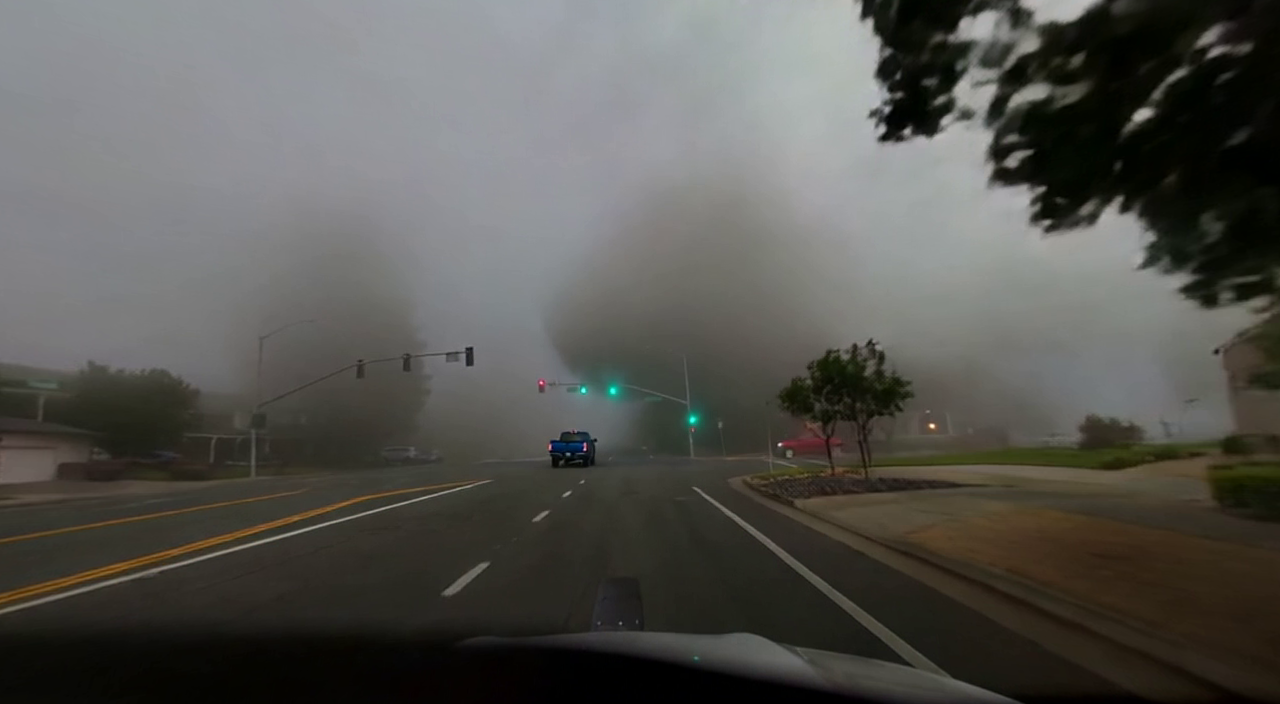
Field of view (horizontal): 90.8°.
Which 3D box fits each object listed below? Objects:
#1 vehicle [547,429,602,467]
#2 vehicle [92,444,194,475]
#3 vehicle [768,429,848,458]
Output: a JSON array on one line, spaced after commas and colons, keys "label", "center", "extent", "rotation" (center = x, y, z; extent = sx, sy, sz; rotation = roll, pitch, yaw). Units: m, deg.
[{"label": "vehicle", "center": [-3.648, 5.498, 36.296], "extent": [2.508, 2.001, 5.880], "rotation": [0, -9, 0]}, {"label": "vehicle", "center": [-28.973, 6.284, 36.961], "extent": [4.092, 1.624, 1.965], "rotation": [0, -11, -12]}, {"label": "vehicle", "center": [10.704, 5.861, 40.514], "extent": [4.500, 1.761, 1.975], "rotation": [0, -9, 1]}]
